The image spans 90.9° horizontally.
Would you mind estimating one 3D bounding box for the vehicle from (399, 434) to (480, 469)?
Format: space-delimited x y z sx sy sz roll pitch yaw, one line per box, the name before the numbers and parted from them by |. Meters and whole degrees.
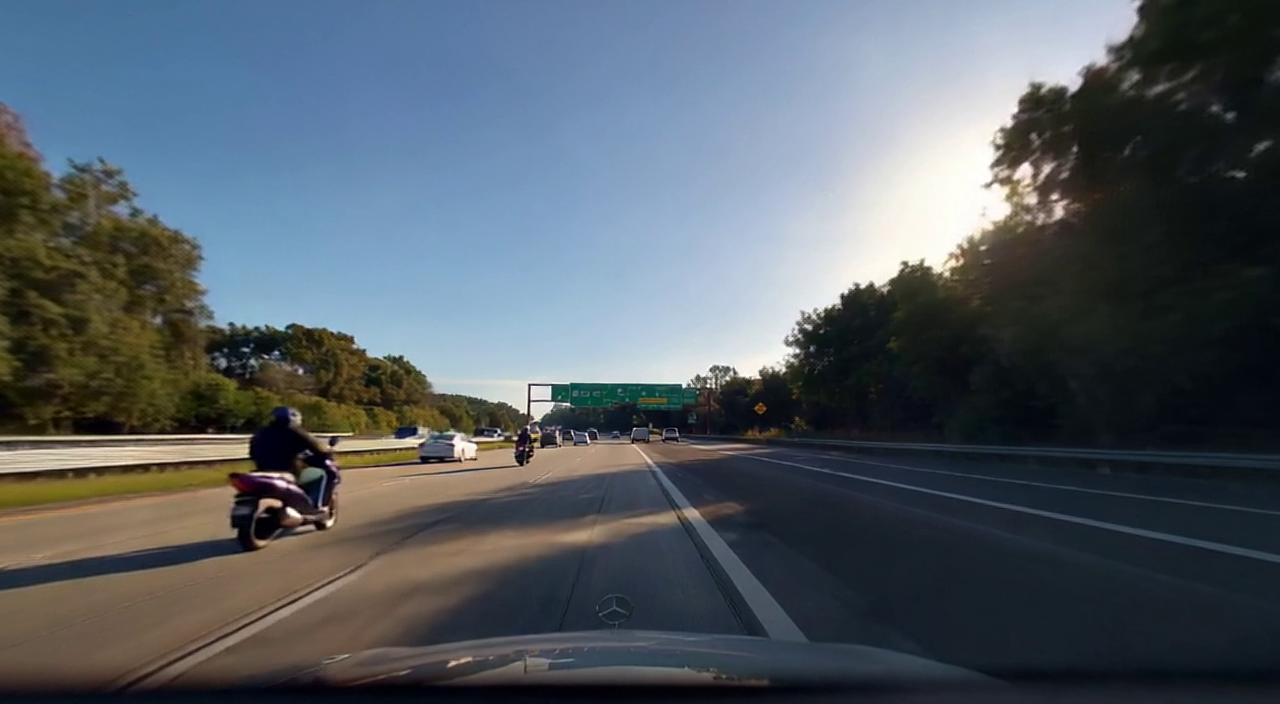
vehicle | -8.692 4.324 27.798 2.053 1.409 4.704 0 -8 -1
